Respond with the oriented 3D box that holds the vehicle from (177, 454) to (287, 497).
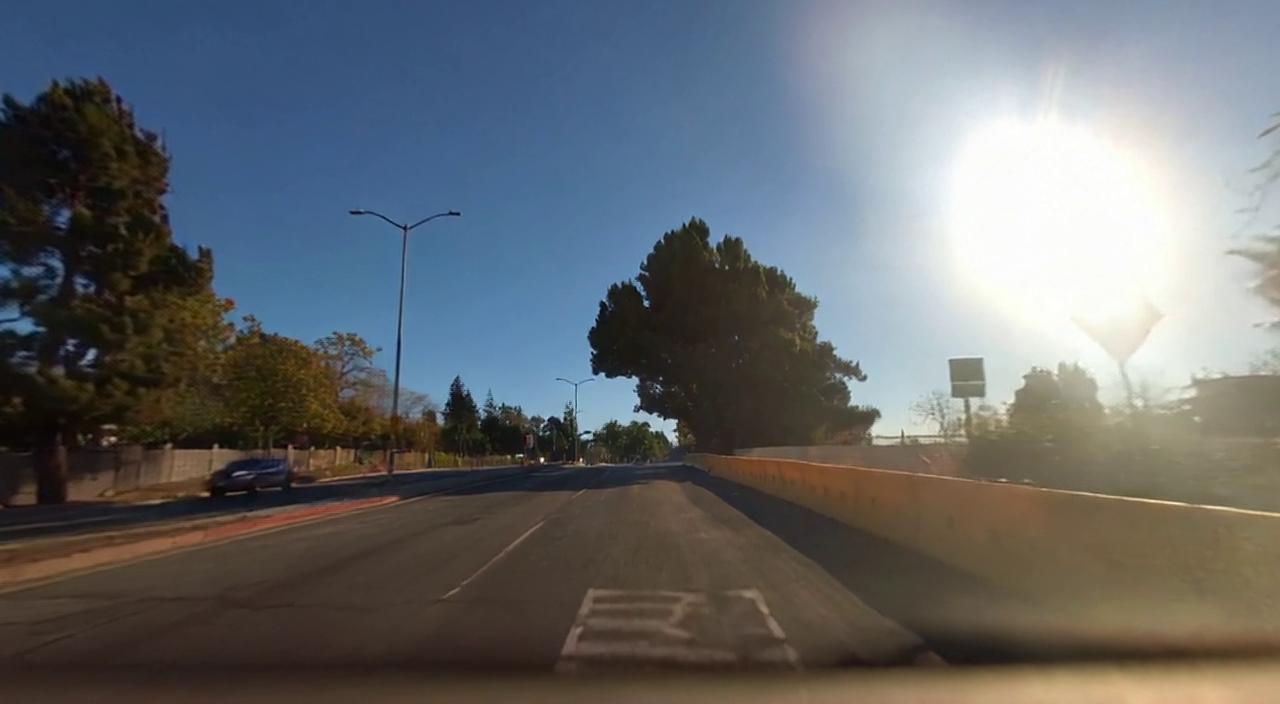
[{"bbox_3d":[-16.702,5.032,26.113,1.980,1.575,3.822,0,-9,-1],"label":"vehicle"}]
